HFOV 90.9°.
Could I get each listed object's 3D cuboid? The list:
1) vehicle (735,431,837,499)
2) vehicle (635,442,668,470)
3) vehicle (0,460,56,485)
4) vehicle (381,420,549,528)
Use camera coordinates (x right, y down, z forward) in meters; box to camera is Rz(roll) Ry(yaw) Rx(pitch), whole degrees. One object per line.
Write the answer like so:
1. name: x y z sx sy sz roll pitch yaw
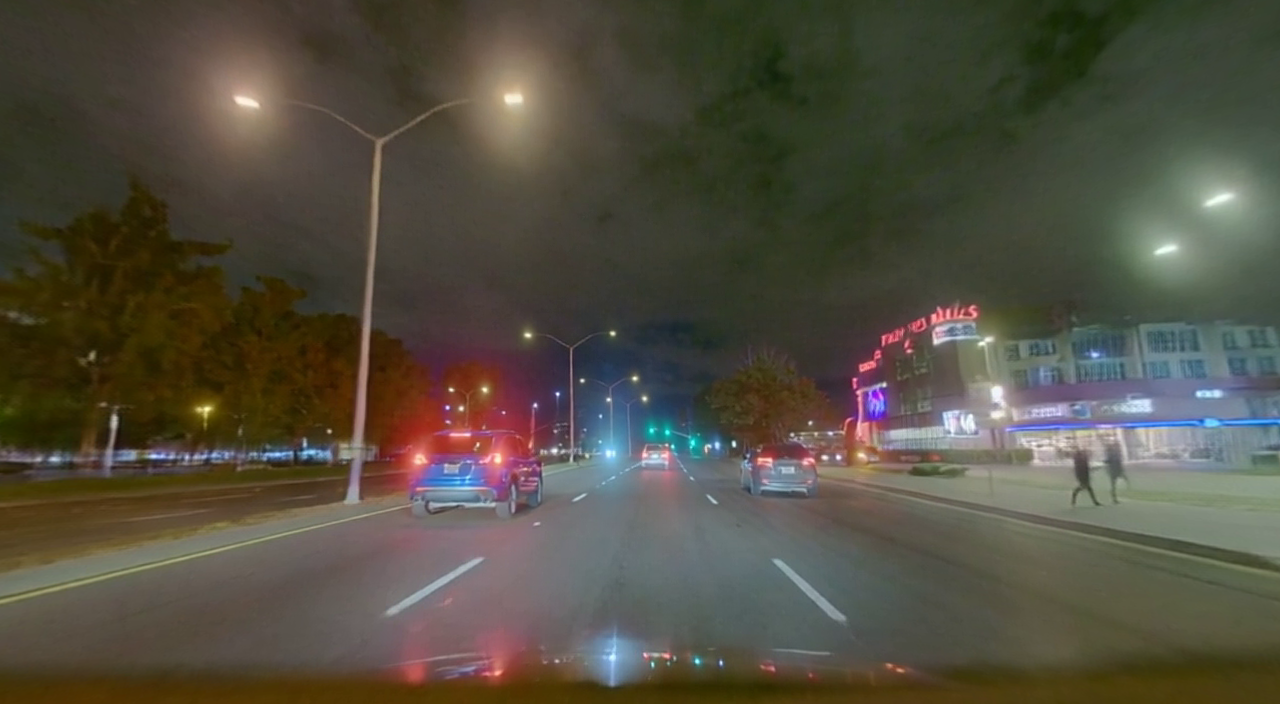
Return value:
1. vehicle: 4.201 3.313 18.919 2.083 1.779 4.347 0 -8 1
2. vehicle: 0.761 6.737 40.949 2.067 1.702 3.987 0 -8 2
3. vehicle: -42.702 8.160 42.885 3.983 1.567 1.860 0 -8 2
4. vehicle: -3.307 2.405 13.006 2.047 1.810 4.414 0 -8 2
